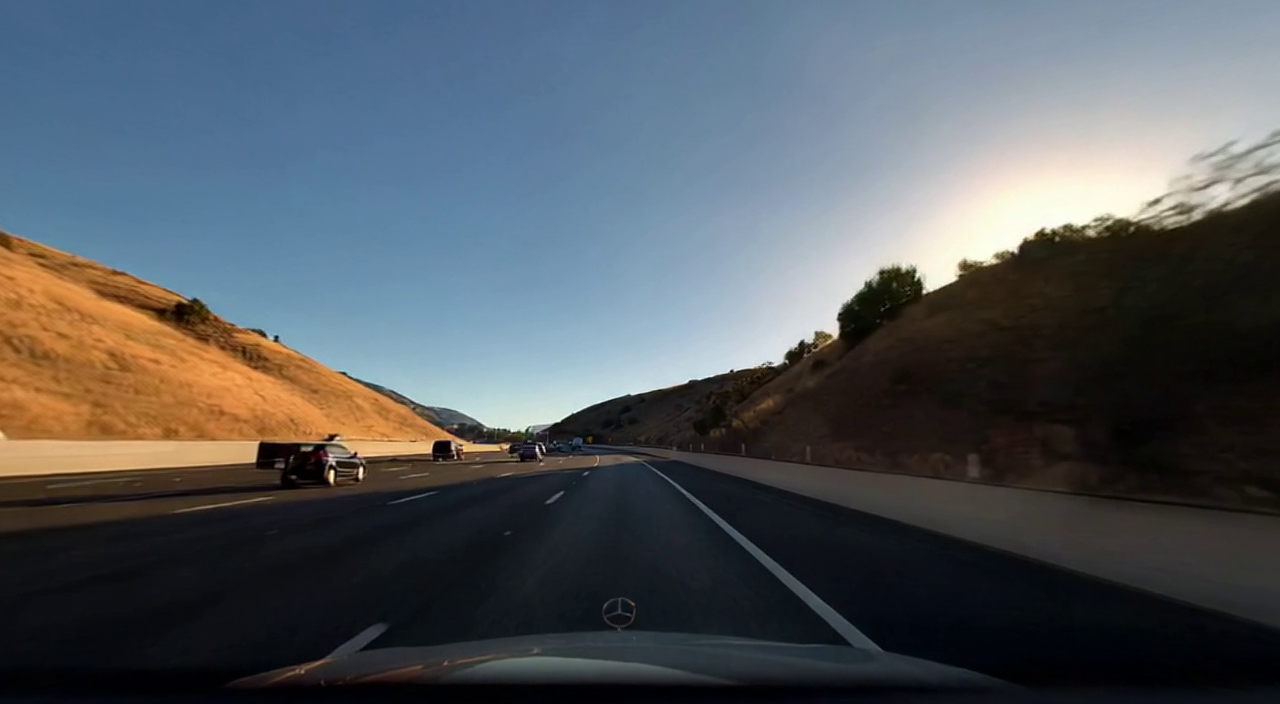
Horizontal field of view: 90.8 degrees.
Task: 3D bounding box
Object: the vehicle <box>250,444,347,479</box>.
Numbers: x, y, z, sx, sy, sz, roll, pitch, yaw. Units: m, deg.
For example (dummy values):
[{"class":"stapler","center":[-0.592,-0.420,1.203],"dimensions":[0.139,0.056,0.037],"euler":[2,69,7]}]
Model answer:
[{"class":"vehicle","center":[-15.523,4.980,29.038],"dimensions":[1.955,1.429,4.575],"euler":[0,-8,-1]}]
